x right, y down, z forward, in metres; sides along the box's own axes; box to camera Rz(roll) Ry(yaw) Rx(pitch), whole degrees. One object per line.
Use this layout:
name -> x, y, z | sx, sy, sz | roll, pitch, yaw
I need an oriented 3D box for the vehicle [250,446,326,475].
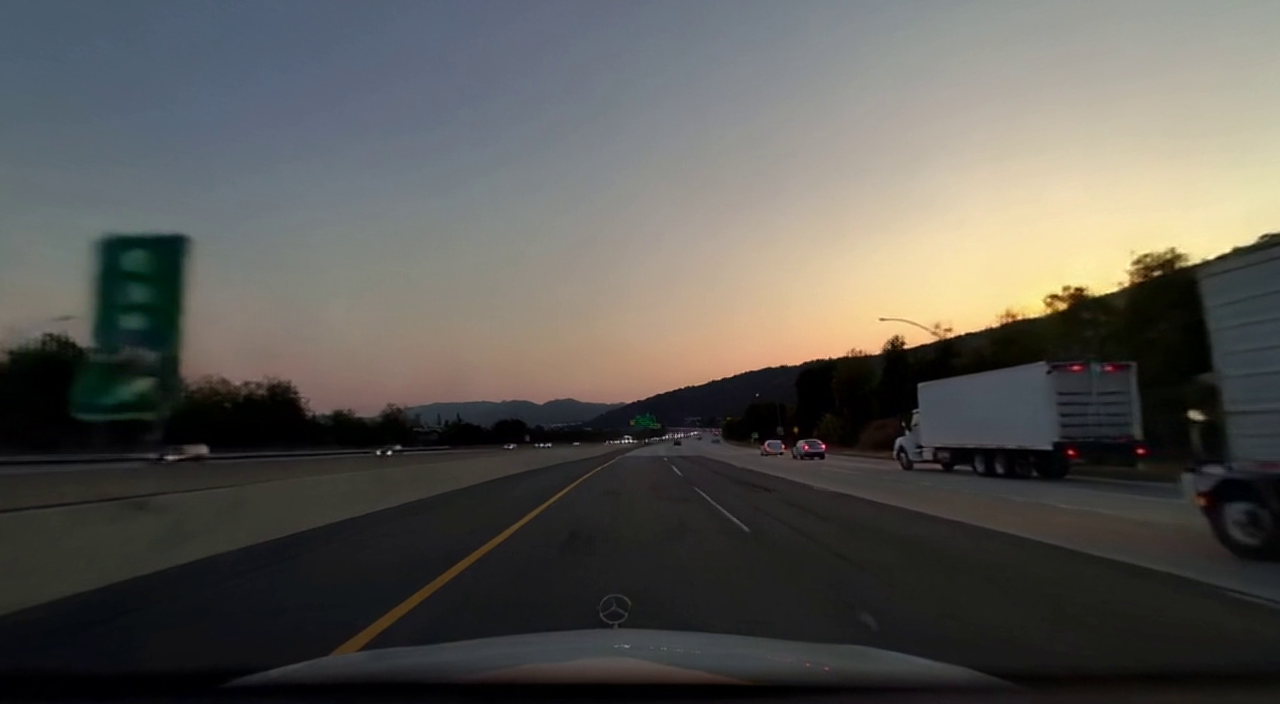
vehicle -> -20.049, 6.151, 36.175 | 1.890, 1.547, 4.069 | 0, -8, 1
